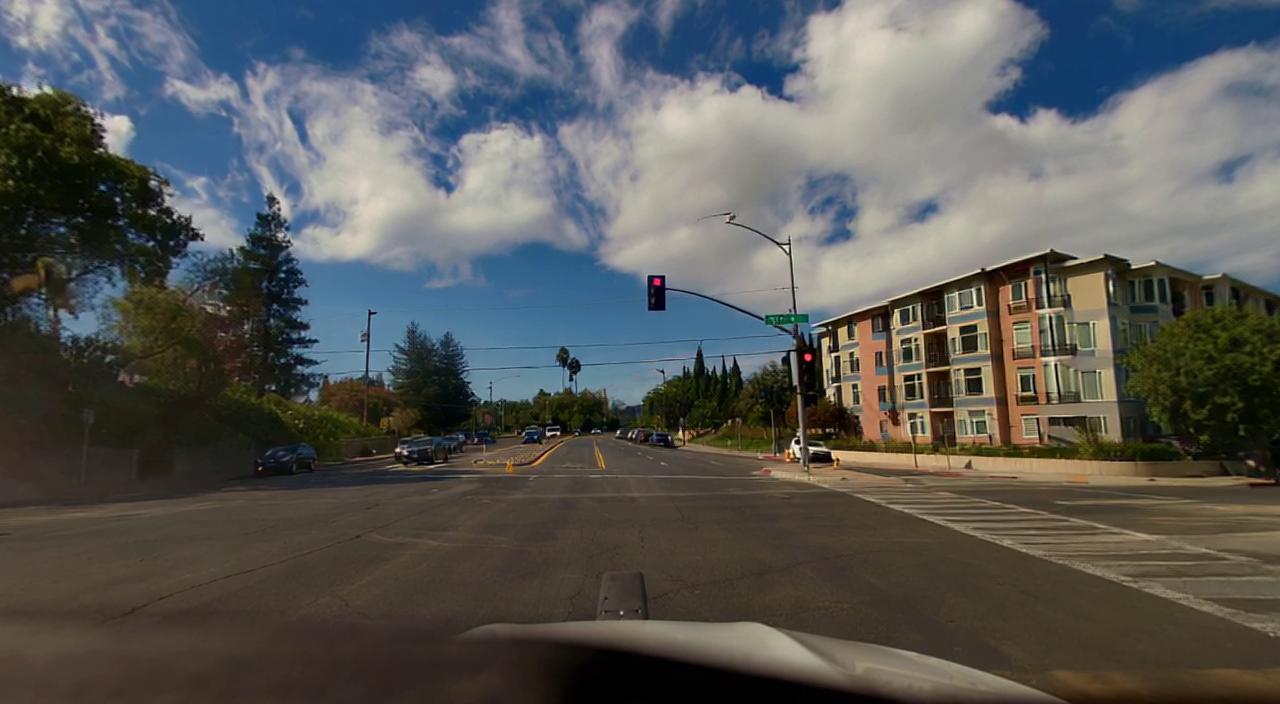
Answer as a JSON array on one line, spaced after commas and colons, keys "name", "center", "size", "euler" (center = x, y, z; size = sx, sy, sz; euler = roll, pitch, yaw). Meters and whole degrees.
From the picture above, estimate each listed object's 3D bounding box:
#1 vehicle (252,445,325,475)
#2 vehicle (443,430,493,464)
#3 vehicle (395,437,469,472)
[{"name": "vehicle", "center": [-21.057, 6.470, 38.099], "size": [1.981, 1.628, 4.336], "euler": [0, -9, -1]}, {"name": "vehicle", "center": [-9.782, 5.458, 36.176], "size": [1.910, 1.818, 4.057], "euler": [0, -9, -3]}, {"name": "vehicle", "center": [-9.673, 4.801, 29.787], "size": [2.116, 1.521, 4.294], "euler": [0, -9, -2]}]
